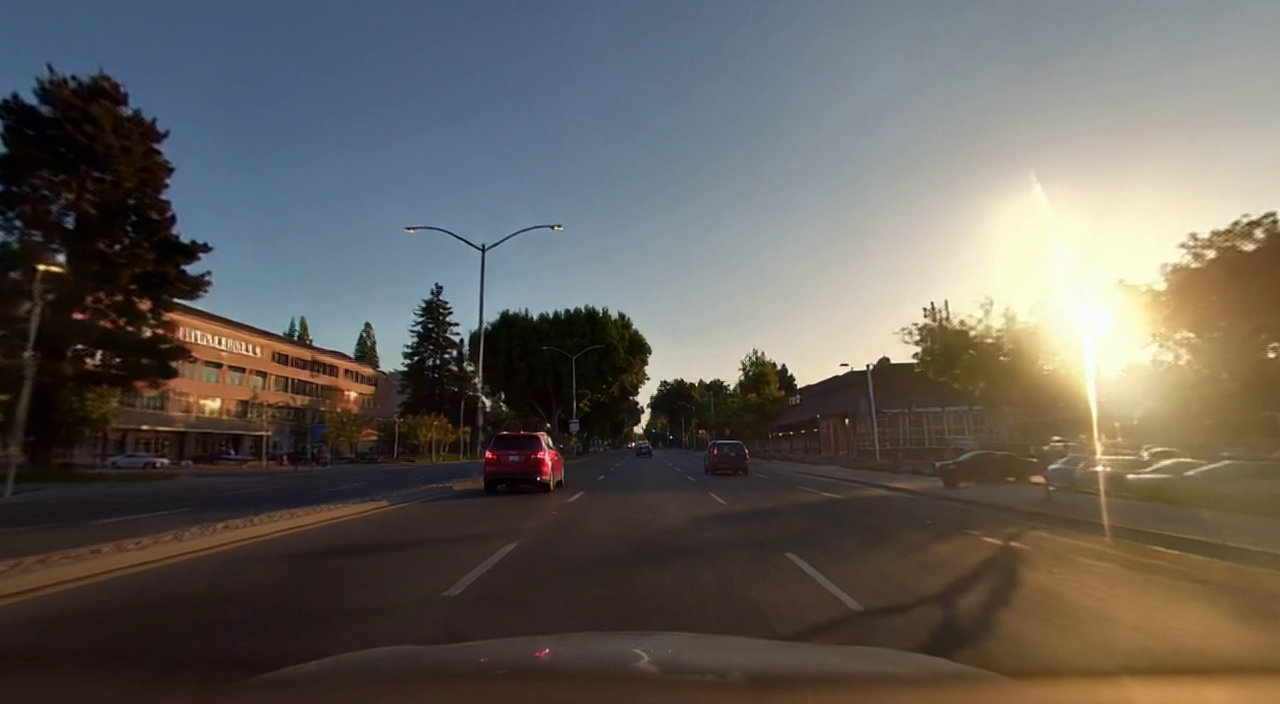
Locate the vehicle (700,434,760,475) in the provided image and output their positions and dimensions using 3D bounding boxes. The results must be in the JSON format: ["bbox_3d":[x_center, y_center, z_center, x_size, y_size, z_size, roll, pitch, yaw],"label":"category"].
[{"bbox_3d":[4.144,4.777,29.673,2.083,1.779,4.347,0,-8,-1],"label":"vehicle"}]

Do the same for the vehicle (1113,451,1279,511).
[{"bbox_3d":[16.604,3.646,18.050,4.479,1.445,1.946,-1,-8,0],"label":"vehicle"}]

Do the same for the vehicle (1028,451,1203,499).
[{"bbox_3d":[16.736,4.333,22.365,4.538,1.420,1.983,-2,-8,-1],"label":"vehicle"}]

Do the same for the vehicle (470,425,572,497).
[{"bbox_3d":[-3.292,3.125,18.446,2.047,1.810,4.414,0,-8,1],"label":"vehicle"}]
